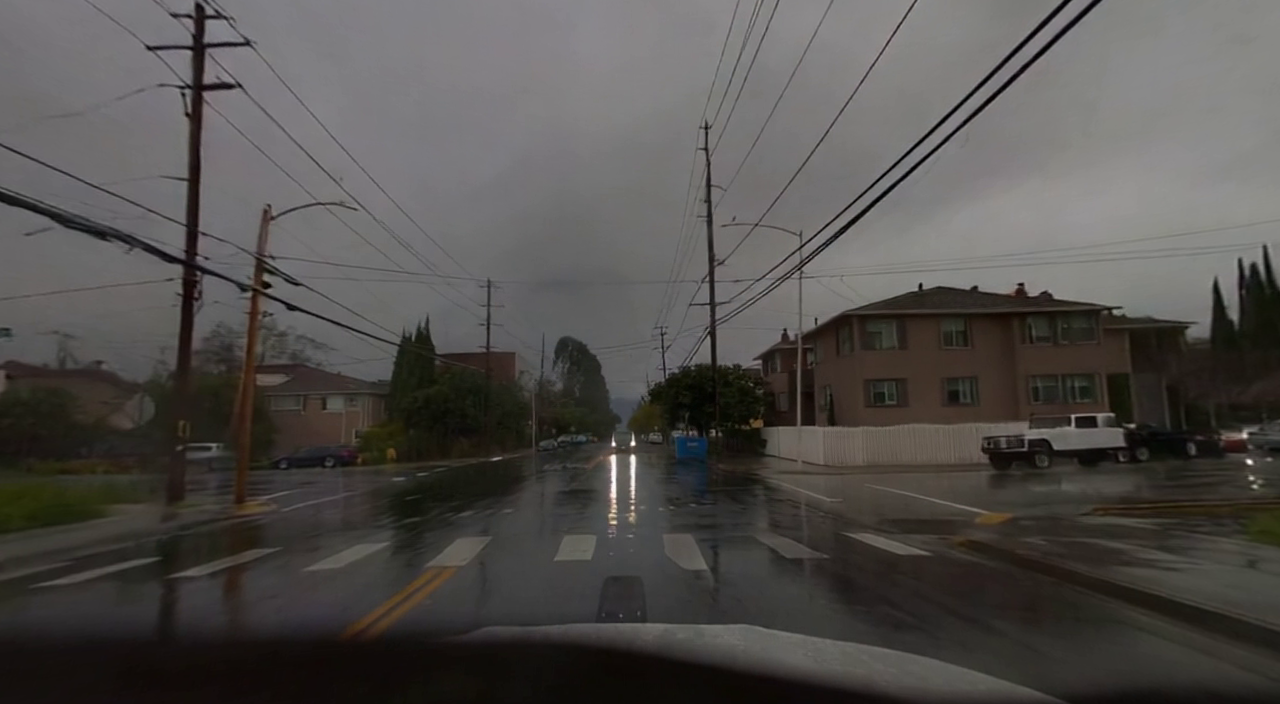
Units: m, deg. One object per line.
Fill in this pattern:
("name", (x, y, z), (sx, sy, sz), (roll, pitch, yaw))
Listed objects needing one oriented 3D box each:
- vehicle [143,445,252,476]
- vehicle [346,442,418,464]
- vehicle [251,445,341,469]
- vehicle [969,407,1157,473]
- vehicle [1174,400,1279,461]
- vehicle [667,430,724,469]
("vehicle", (-25.044, 6.121, 35.945), (1.814, 1.462, 4.703), (-8, -10, 30))
("vehicle", (-18.540, 7.287, 45.553), (1.835, 1.463, 4.469), (-4, -10, 32))
("vehicle", (-21.956, 6.707, 40.481), (1.797, 1.446, 4.694), (-4, -10, 30))
("vehicle", (12.943, 2.716, 19.508), (4.375, 1.733, 1.953), (-2, -9, -4))
("vehicle", (19.786, 2.382, 19.815), (4.264, 1.730, 1.961), (-2, -7, -3))
("vehicle", (2.388, 4.356, 28.223), (1.999, 1.604, 4.065), (0, -8, -3))
